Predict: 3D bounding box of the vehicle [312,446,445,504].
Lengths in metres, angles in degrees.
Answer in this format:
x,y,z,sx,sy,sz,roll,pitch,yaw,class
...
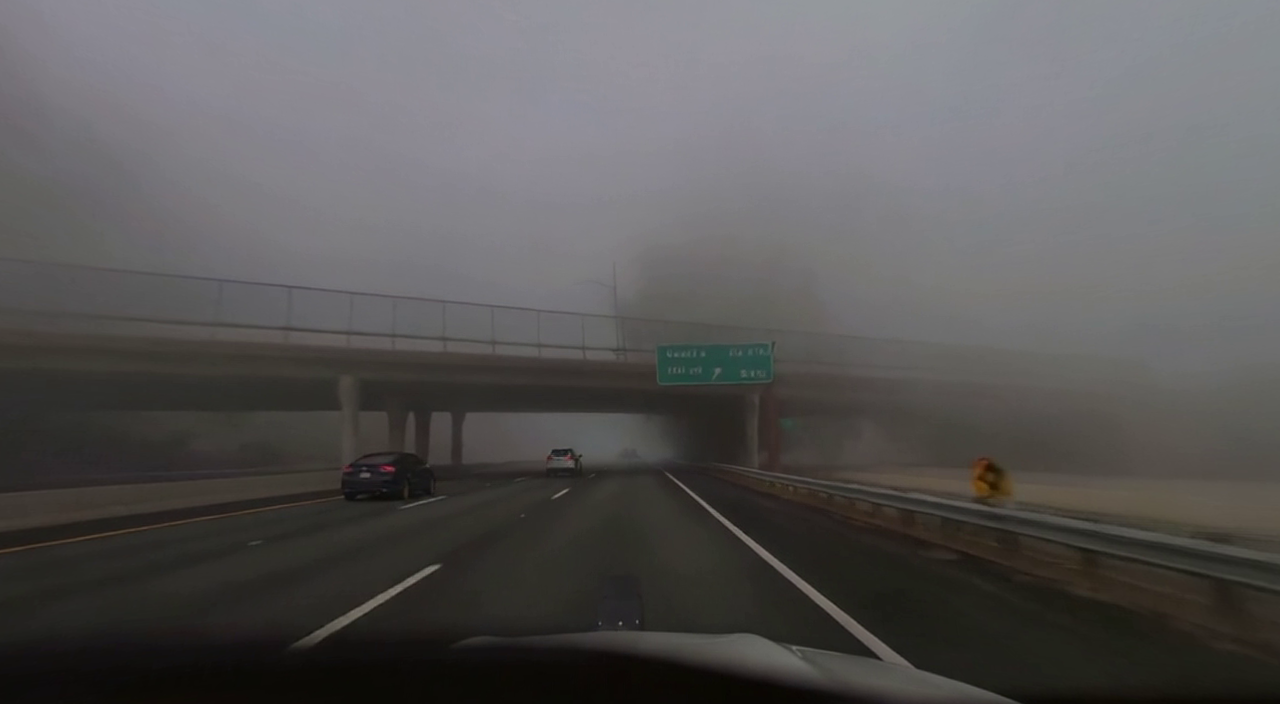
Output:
x,y,z,sx,sy,sz,roll,pitch,yaw,class
-7.699,3.637,19.126,2.002,1.507,4.631,0,-9,0,vehicle

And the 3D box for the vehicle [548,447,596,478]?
x,y,z,sx,sy,sz,roll,pitch,yaw,class
-3.755,6.180,35.483,2.102,1.571,4.666,0,-9,1,vehicle
